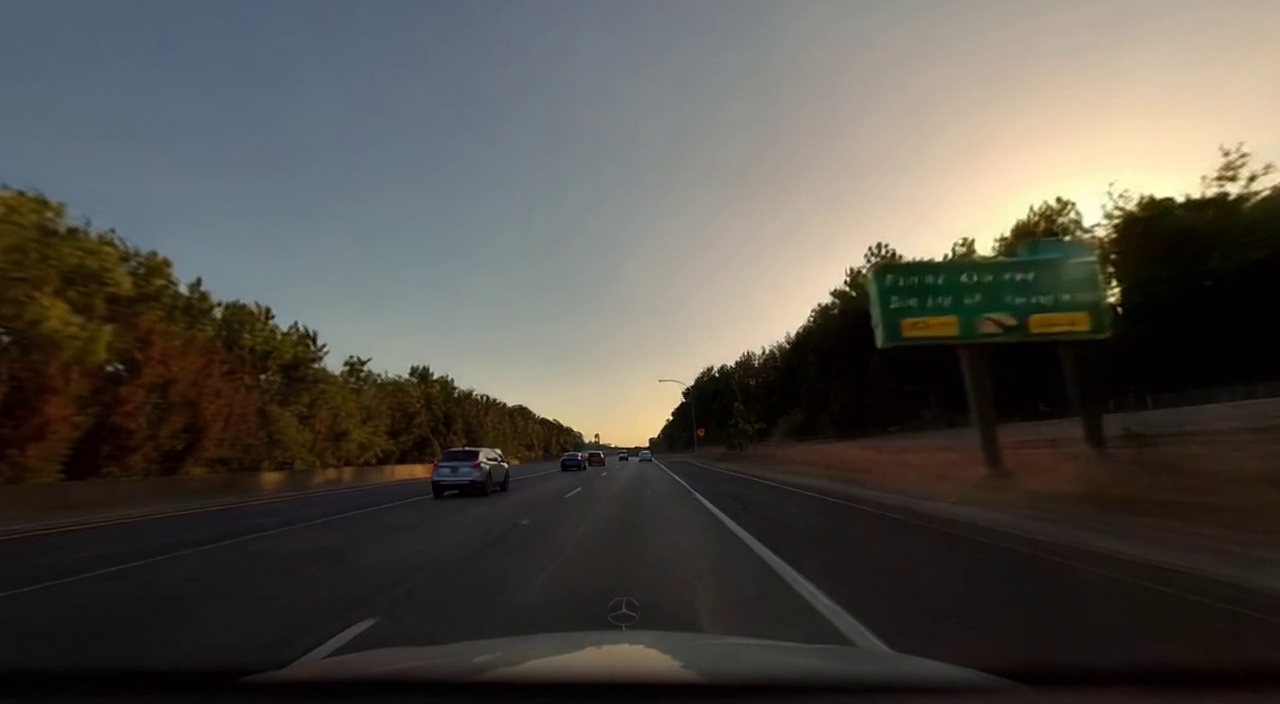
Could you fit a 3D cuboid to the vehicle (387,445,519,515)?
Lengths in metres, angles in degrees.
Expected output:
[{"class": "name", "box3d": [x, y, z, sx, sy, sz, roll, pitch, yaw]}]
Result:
[{"class": "vehicle", "box3d": [-4.563, 3.189, 16.232, 1.975, 1.501, 4.603, 0, -9, 0]}]

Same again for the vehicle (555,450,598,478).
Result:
[{"class": "vehicle", "box3d": [-3.562, 6.346, 35.940, 2.005, 1.474, 3.921, 0, -9, 1]}]
